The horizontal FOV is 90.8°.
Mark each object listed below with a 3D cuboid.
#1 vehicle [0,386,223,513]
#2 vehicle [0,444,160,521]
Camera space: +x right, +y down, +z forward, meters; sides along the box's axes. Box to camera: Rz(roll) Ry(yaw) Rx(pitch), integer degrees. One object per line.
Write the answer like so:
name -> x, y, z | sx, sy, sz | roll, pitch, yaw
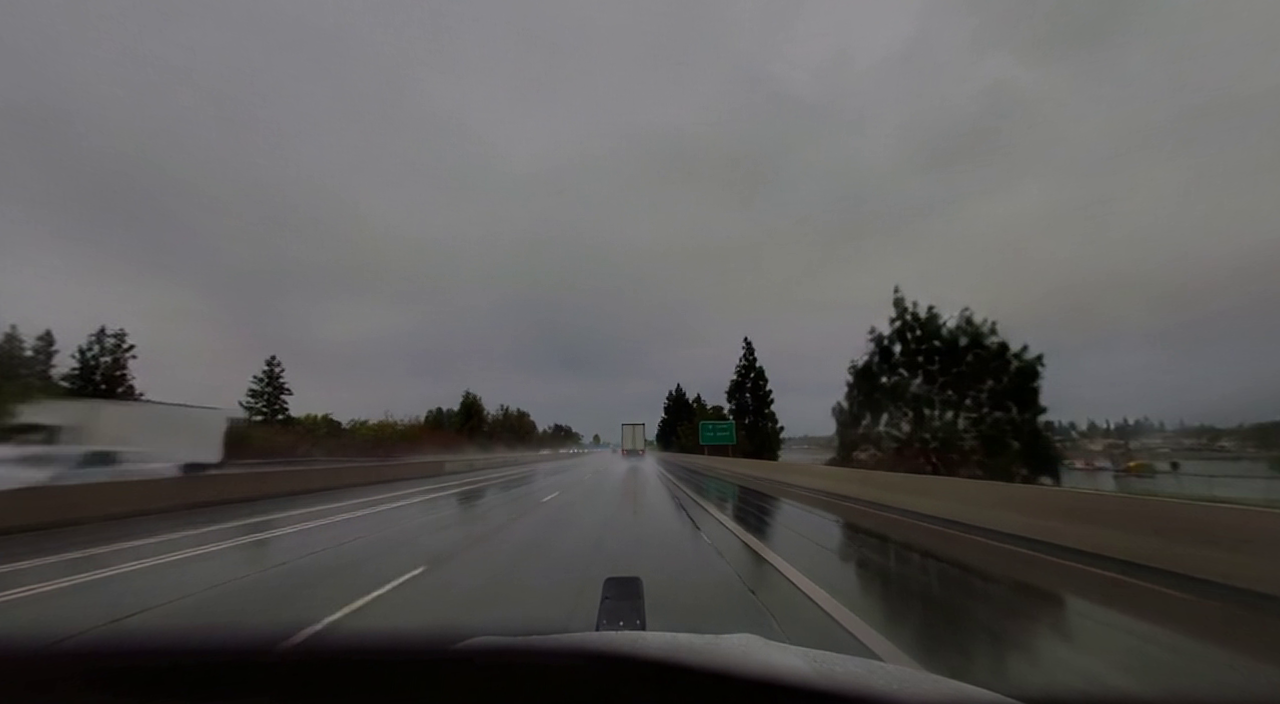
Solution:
vehicle -> -17.494, 3.130, 20.374 | 2.698, 3.285, 7.761 | 0, -9, -1
vehicle -> -13.470, 2.864, 14.328 | 1.893, 1.486, 4.135 | 0, -9, -1
